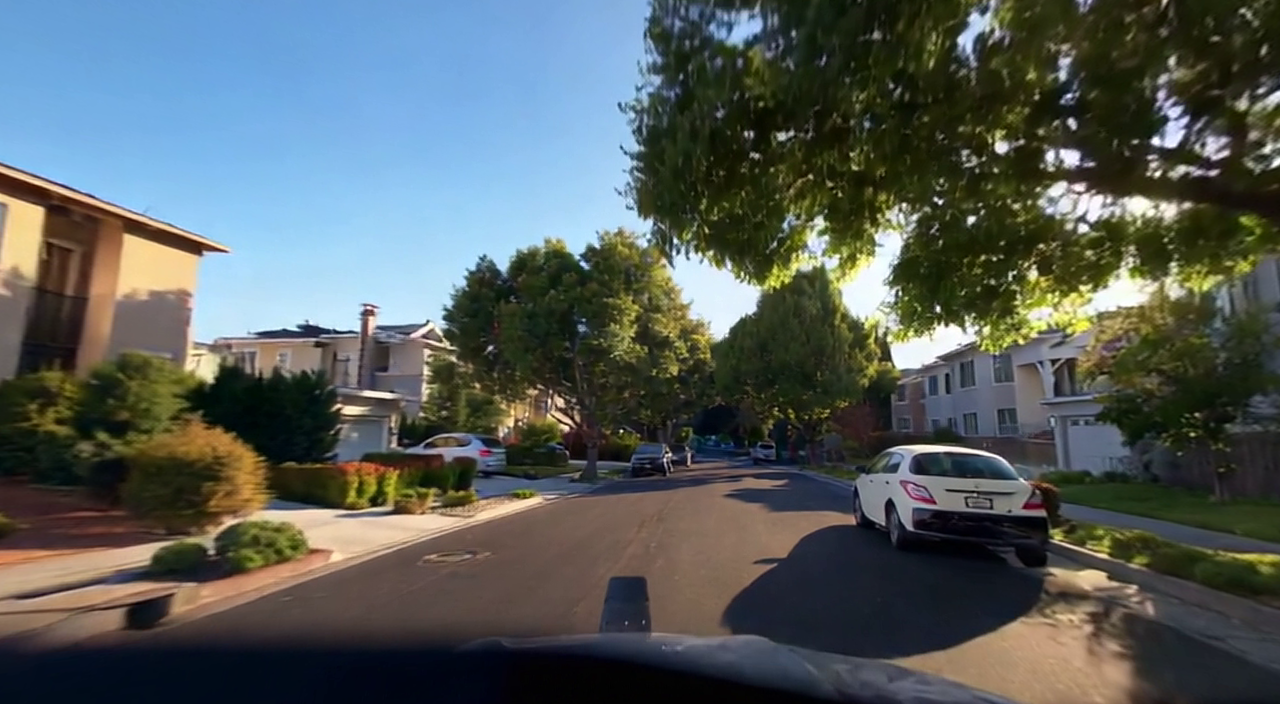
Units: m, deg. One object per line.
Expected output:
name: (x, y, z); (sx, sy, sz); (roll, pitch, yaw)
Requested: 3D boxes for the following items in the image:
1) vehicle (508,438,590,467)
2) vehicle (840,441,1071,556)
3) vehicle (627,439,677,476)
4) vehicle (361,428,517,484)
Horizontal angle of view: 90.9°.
vehicle: (-5.353, 5.942, 37.523); (4.414, 1.658, 1.988); (-1, -8, 8)
vehicle: (4.673, 2.157, 10.223); (1.996, 1.409, 4.446); (-1, -8, 8)
vehicle: (0.649, 5.162, 30.984); (1.974, 1.664, 4.539); (-1, -9, 7)
vehicle: (-6.621, 3.424, 20.971); (4.480, 1.740, 1.988); (-2, -8, 13)
